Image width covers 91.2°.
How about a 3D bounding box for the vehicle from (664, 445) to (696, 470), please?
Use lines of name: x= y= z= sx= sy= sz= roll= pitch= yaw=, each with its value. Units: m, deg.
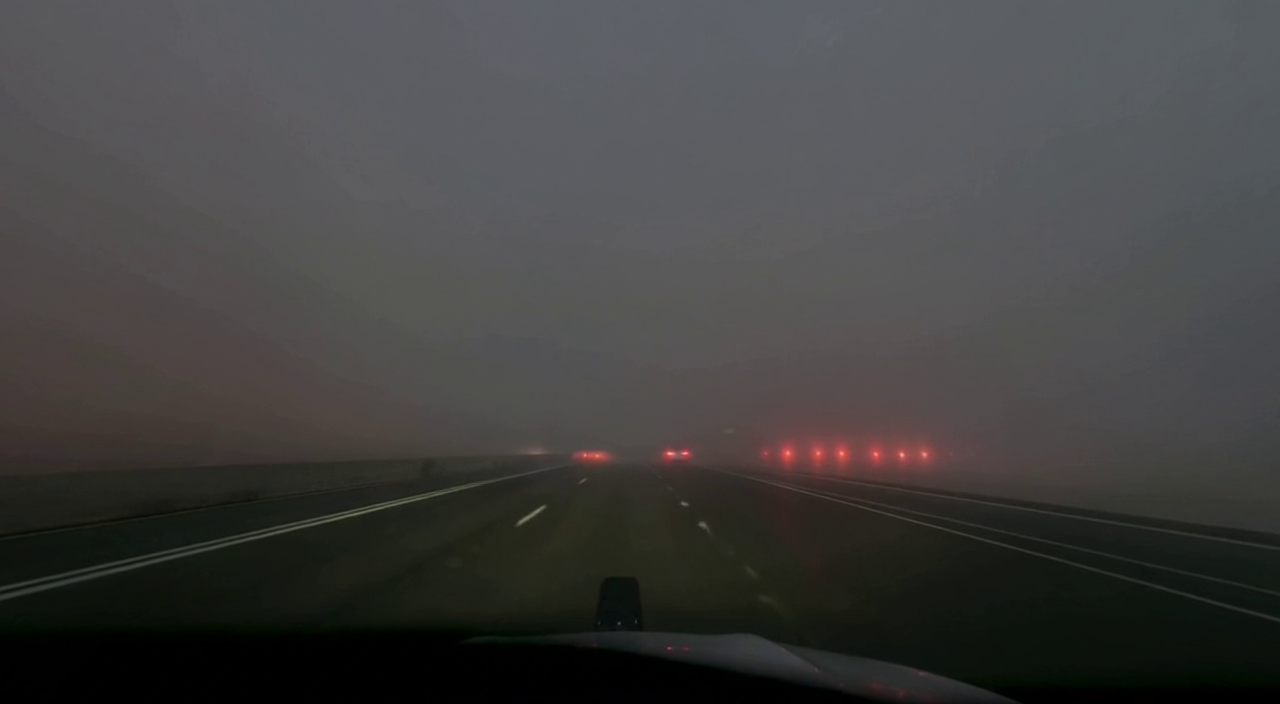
vehicle: x=2.638 y=7.081 z=42.174 sx=1.895 sy=1.555 sz=4.030 roll=-1 pitch=-9 yaw=0
